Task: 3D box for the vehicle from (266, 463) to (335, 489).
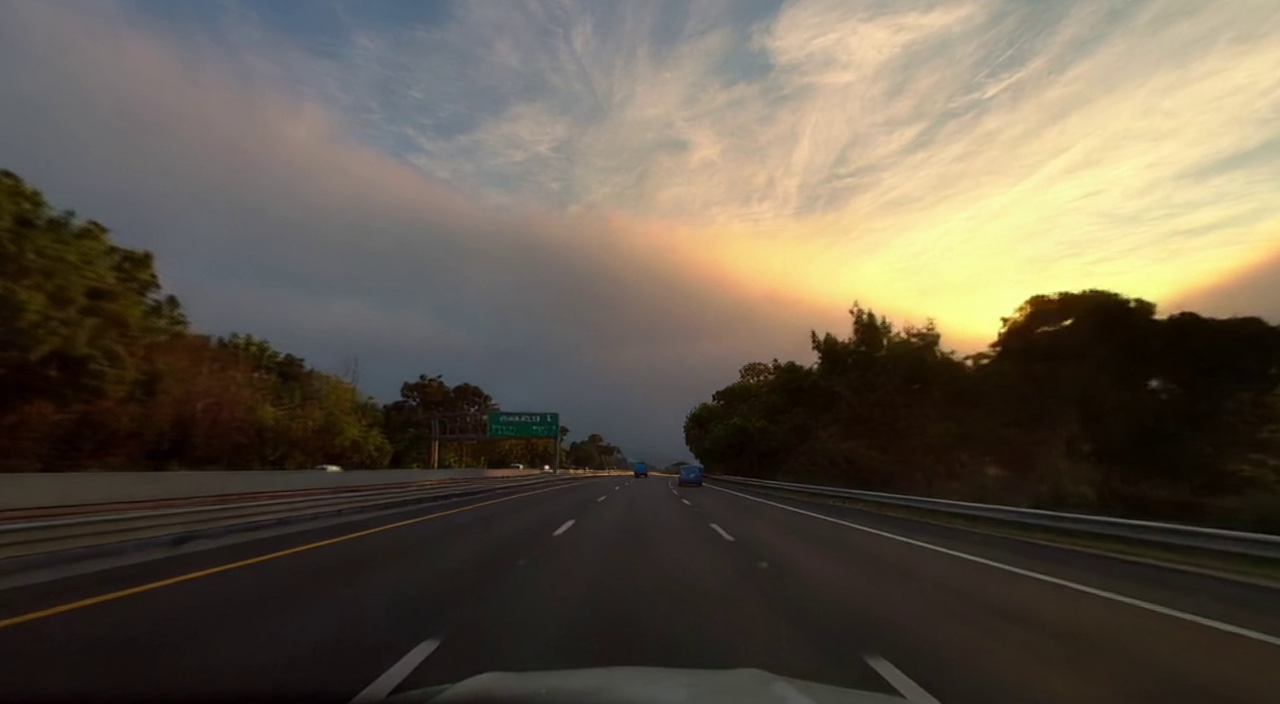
[{"bbox_3d":[-20.572,7.533,38.396,1.743,1.430,4.086,0,-11,2],"label":"vehicle"}]
